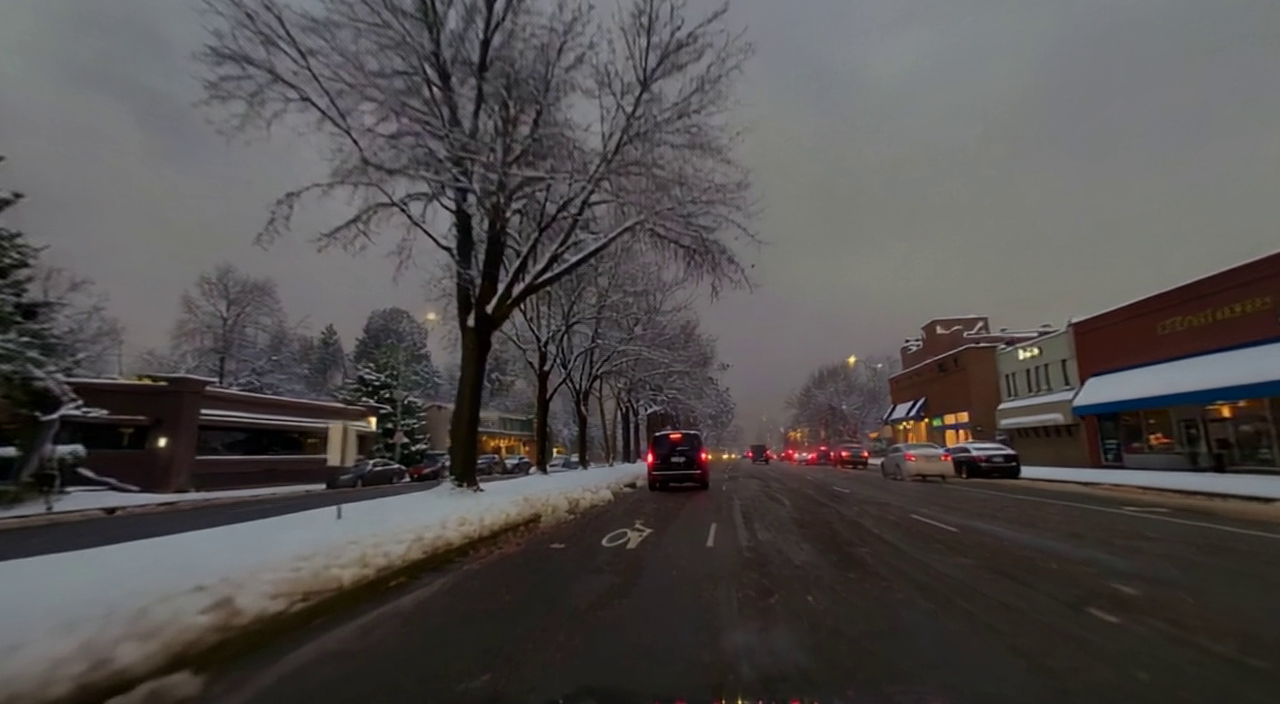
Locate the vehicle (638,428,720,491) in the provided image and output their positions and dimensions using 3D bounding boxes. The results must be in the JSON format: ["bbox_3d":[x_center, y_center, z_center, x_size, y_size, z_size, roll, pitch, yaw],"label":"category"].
[{"bbox_3d":[1.466,3.609,21.415,2.344,1.863,4.665,-1,-9,9],"label":"vehicle"}]

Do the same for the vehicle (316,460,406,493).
[{"bbox_3d":[-13.231,5.897,30.263,1.797,1.351,4.300,-2,-9,10],"label":"vehicle"}]

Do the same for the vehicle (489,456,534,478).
[{"bbox_3d":[-10.084,9.048,49.871,1.921,1.621,4.930,-1,-9,8],"label":"vehicle"}]

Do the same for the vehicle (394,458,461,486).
[{"bbox_3d":[-12.155,6.873,36.348,1.877,1.445,4.436,-1,-9,7],"label":"vehicle"}]

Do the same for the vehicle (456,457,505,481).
[{"bbox_3d":[-11.100,8.167,44.302,1.947,1.558,4.065,-1,-9,7],"label":"vehicle"}]

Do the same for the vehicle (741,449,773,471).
[{"bbox_3d":[9.039,8.356,49.108,2.249,1.621,3.978,-1,-9,8],"label":"vehicle"}]

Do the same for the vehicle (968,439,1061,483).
[{"bbox_3d":[16.310,4.736,27.719,2.076,1.759,3.970,-1,-9,8],"label":"vehicle"}]

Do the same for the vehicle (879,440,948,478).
[{"bbox_3d":[13.829,5.416,32.193,2.040,1.738,4.414,-1,-9,7],"label":"vehicle"}]

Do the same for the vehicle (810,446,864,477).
[{"bbox_3d":[10.102,5.615,32.646,1.886,1.464,4.290,-1,-9,7],"label":"vehicle"}]
